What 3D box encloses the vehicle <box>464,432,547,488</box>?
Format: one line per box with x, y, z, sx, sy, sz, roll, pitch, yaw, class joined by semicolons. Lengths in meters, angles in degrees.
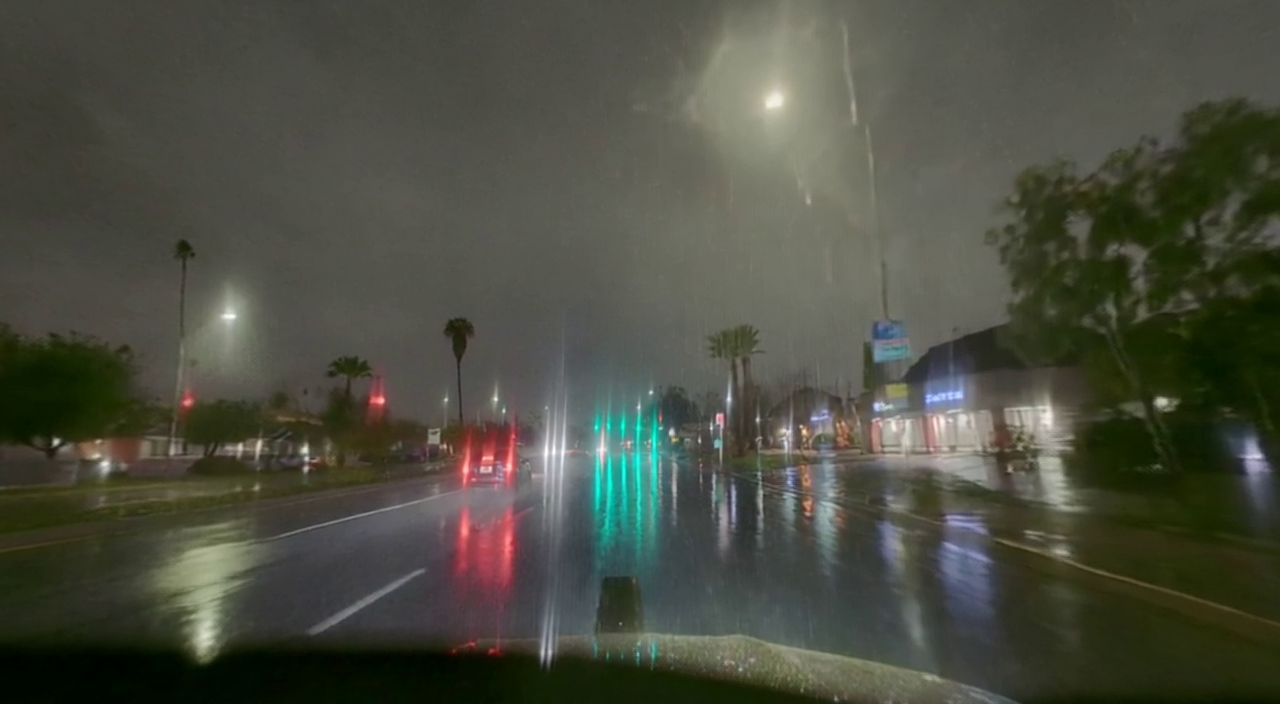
-4.806;3.916;23.234;2.136;1.844;4.363;0;-8;-1;vehicle

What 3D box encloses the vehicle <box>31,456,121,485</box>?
-34.825;7.307;39.014;1.867;1.568;4.132;1;-8;-4;vehicle
